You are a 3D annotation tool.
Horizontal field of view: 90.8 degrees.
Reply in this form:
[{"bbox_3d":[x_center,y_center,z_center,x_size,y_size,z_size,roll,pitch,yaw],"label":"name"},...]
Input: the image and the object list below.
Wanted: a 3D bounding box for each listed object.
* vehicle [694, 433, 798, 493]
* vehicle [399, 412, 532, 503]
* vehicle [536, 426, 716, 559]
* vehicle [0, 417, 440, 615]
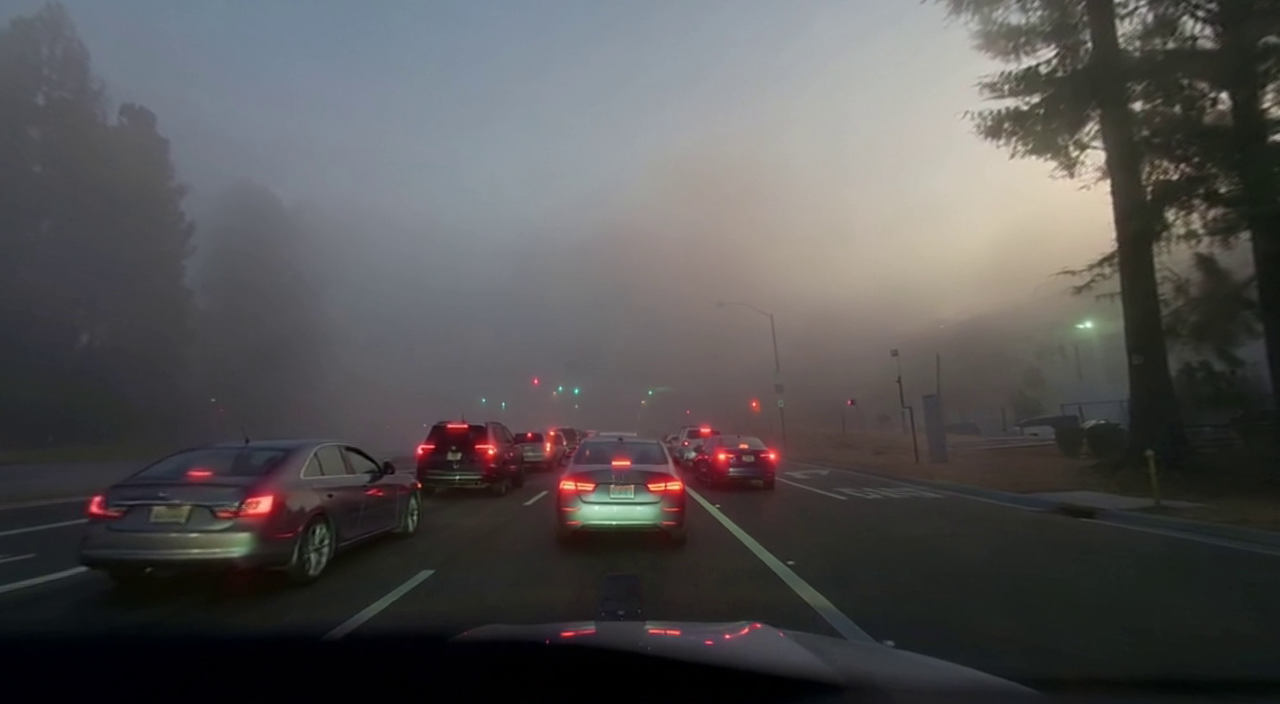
[{"bbox_3d":[2.812,3.059,17.817,1.978,1.452,4.381,0,-8,-3],"label":"vehicle"},{"bbox_3d":[-4.037,2.531,15.507,2.054,1.881,4.469,0,-8,-1],"label":"vehicle"},{"bbox_3d":[-0.227,1.875,9.162,2.007,1.467,4.059,0,-8,-2],"label":"vehicle"},{"bbox_3d":[-3.865,1.543,6.907,1.985,1.467,4.224,0,-8,-1],"label":"vehicle"}]
